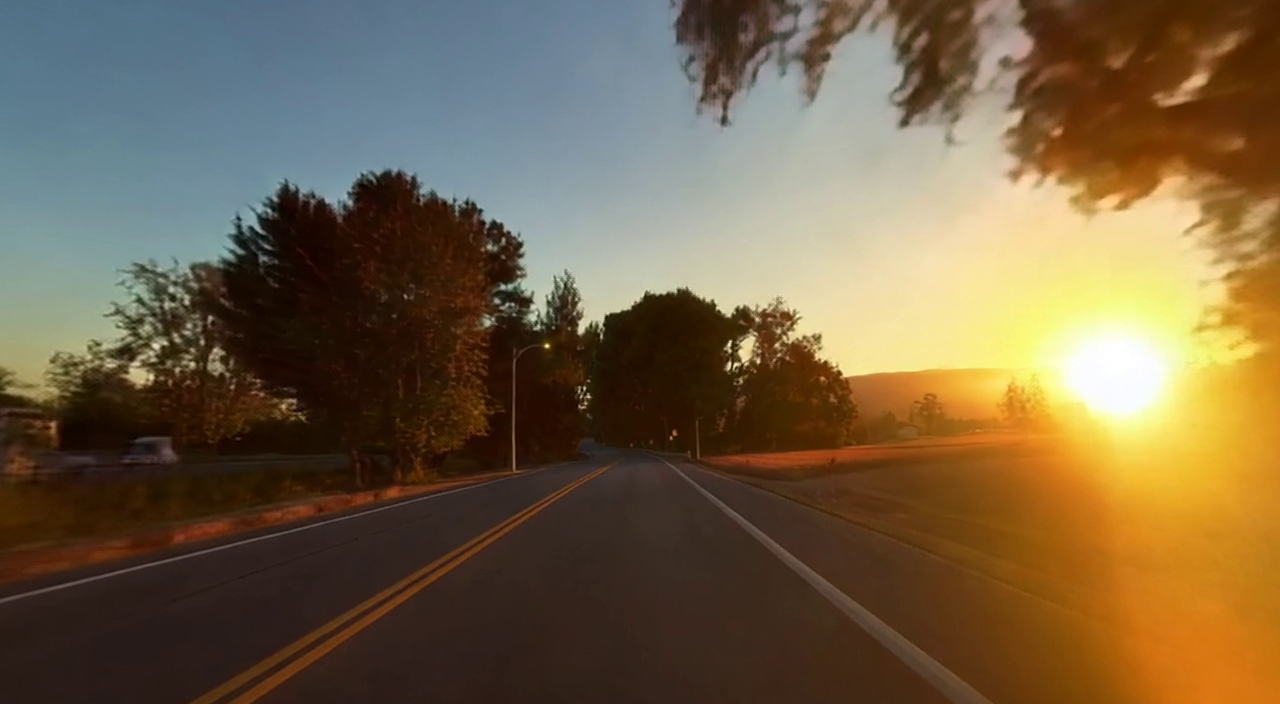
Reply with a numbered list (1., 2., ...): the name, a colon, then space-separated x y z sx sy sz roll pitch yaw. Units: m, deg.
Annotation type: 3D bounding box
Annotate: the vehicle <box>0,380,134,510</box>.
1. vehicle: -23.228 2.887 19.065 3.031 4.352 15.623 -4 -9 0
